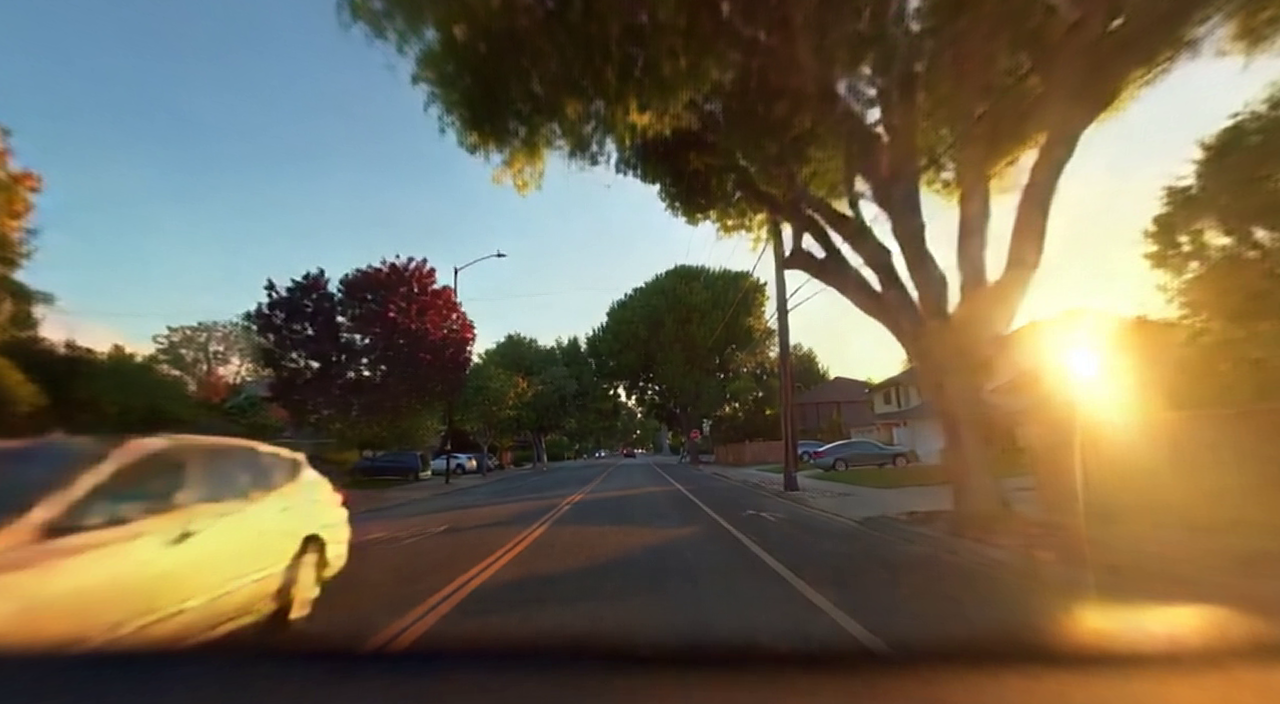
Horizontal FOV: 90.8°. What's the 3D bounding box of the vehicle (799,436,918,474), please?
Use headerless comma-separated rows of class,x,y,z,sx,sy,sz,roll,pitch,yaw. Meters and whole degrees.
vehicle,10.509,4.993,30.631,4.908,1.537,2.065,-1,-9,-6

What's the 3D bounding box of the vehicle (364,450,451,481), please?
vehicle,-13.119,6.420,35.863,4.207,1.648,1.956,1,-9,-6

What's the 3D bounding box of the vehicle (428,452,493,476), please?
vehicle,-12.515,7.840,44.203,3.927,1.560,2.049,0,-9,-1

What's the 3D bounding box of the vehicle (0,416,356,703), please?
vehicle,-3.821,1.315,4.273,1.935,1.595,3.972,0,-9,0
